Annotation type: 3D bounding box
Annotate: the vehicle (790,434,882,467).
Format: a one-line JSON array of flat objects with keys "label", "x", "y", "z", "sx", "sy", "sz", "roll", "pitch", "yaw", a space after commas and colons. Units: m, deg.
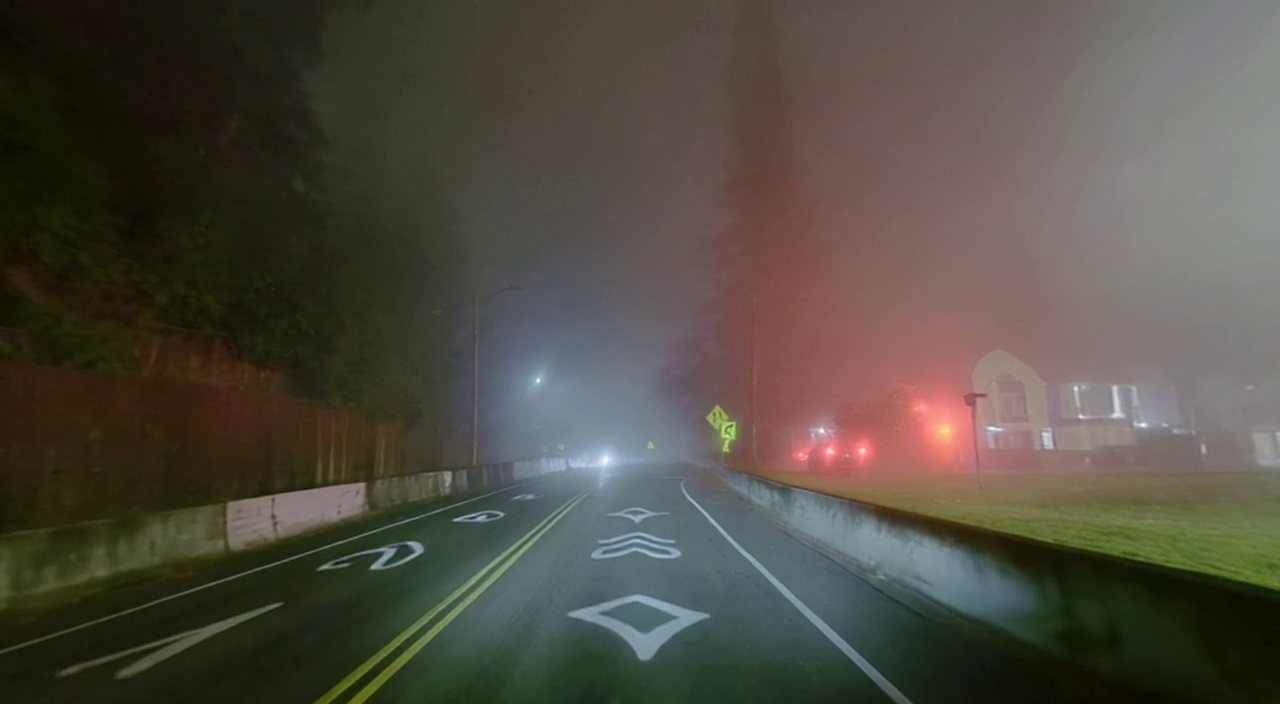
[{"label": "vehicle", "x": 10.986, "y": 5.567, "z": 35.593, "sx": 4.614, "sy": 1.764, "sz": 1.860, "roll": -1, "pitch": -8, "yaw": 6}]
